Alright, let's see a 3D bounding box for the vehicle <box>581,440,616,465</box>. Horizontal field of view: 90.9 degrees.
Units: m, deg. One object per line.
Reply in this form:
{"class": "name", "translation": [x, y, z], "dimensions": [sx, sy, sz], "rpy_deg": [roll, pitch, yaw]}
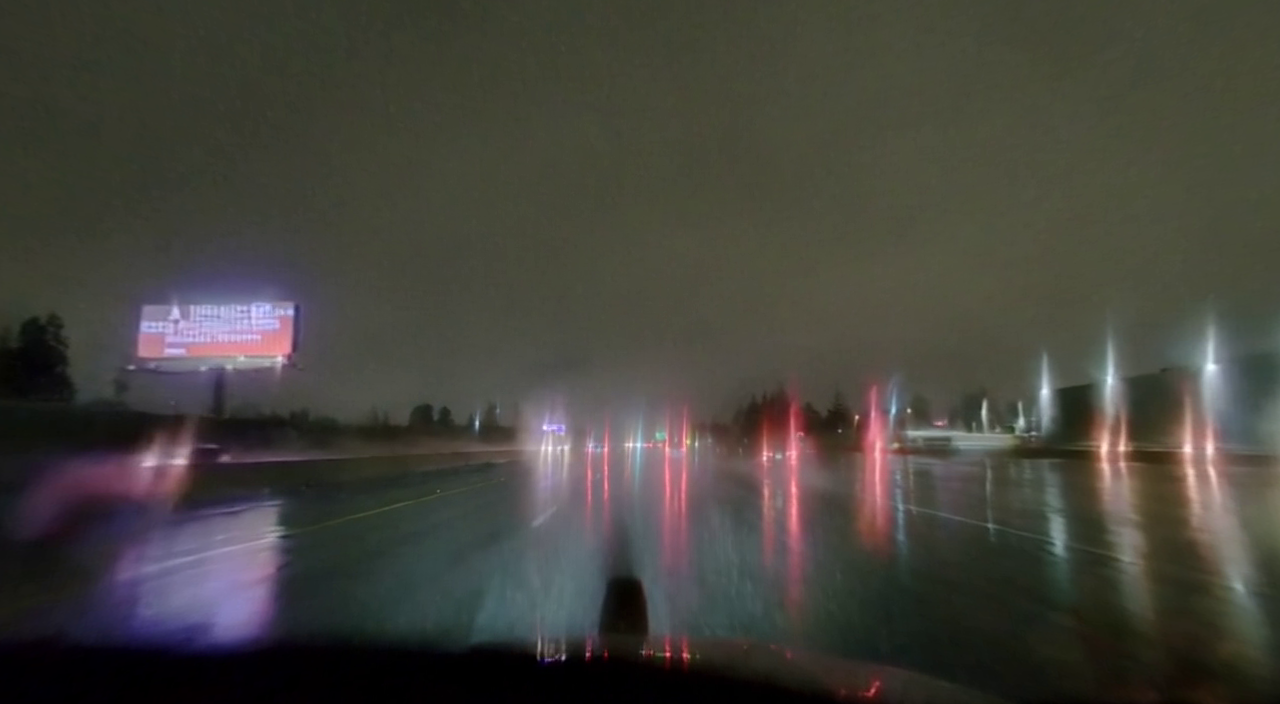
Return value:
{"class": "vehicle", "translation": [-3.077, 7.517, 47.227], "dimensions": [2.319, 1.738, 4.355], "rpy_deg": [0, -8, 0]}

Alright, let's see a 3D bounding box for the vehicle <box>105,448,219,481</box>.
{"class": "vehicle", "translation": [-23.459, 5.523, 31.220], "dimensions": [2.009, 1.450, 4.562], "rpy_deg": [0, -8, 1]}
